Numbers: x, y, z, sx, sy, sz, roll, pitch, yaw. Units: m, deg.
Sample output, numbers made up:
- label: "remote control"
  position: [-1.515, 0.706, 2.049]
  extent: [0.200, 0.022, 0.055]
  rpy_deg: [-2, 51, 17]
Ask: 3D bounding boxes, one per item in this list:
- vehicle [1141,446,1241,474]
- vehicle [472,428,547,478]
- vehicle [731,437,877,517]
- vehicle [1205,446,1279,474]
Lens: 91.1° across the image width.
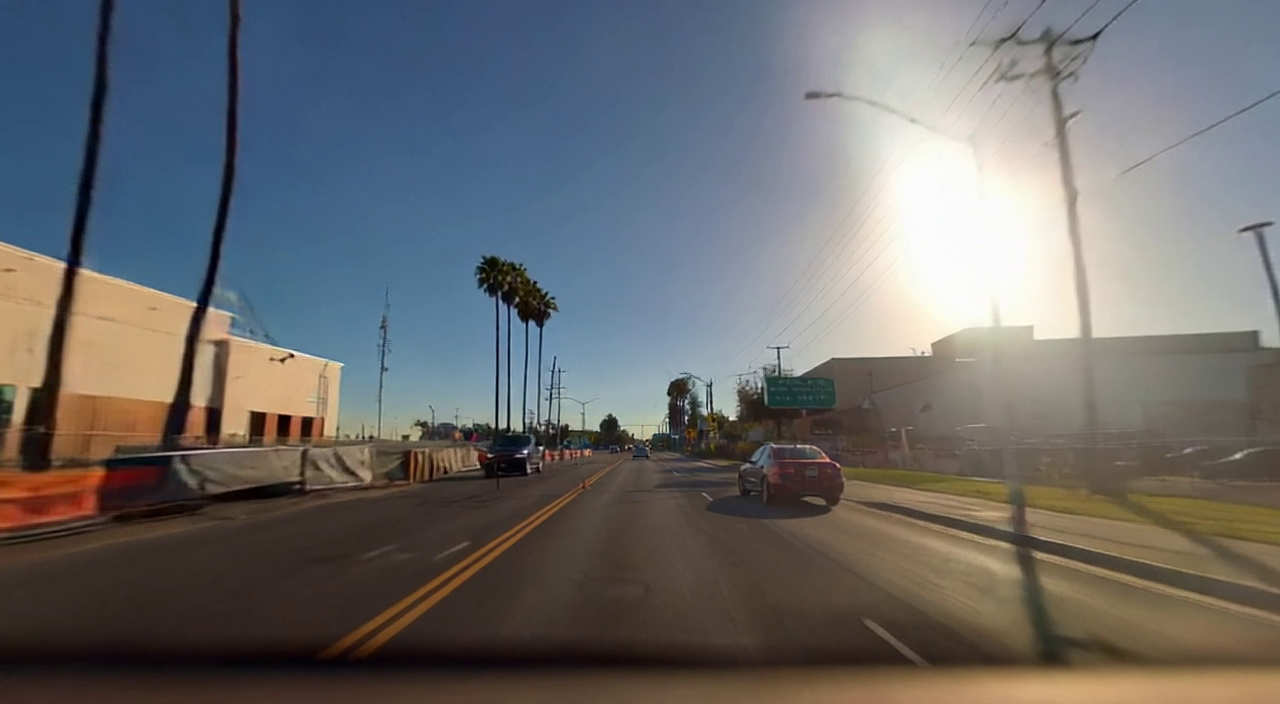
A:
- label: "vehicle"
  position: [32.683, 6.380, 37.432]
  extent: [1.851, 1.522, 4.665]
  rpy_deg: [-1, -8, 3]
- label: "vehicle"
  position: [-6.565, 5.169, 32.441]
  extent: [2.538, 2.287, 6.052]
  rpy_deg: [0, -8, 0]
- label: "vehicle"
  position: [3.591, 2.824, 14.779]
  extent: [2.148, 1.562, 4.642]
  rpy_deg: [0, -8, 0]
- label: "vehicle"
  position: [35.840, 6.253, 36.679]
  extent: [1.784, 1.509, 4.273]
  rpy_deg: [0, -8, 2]
